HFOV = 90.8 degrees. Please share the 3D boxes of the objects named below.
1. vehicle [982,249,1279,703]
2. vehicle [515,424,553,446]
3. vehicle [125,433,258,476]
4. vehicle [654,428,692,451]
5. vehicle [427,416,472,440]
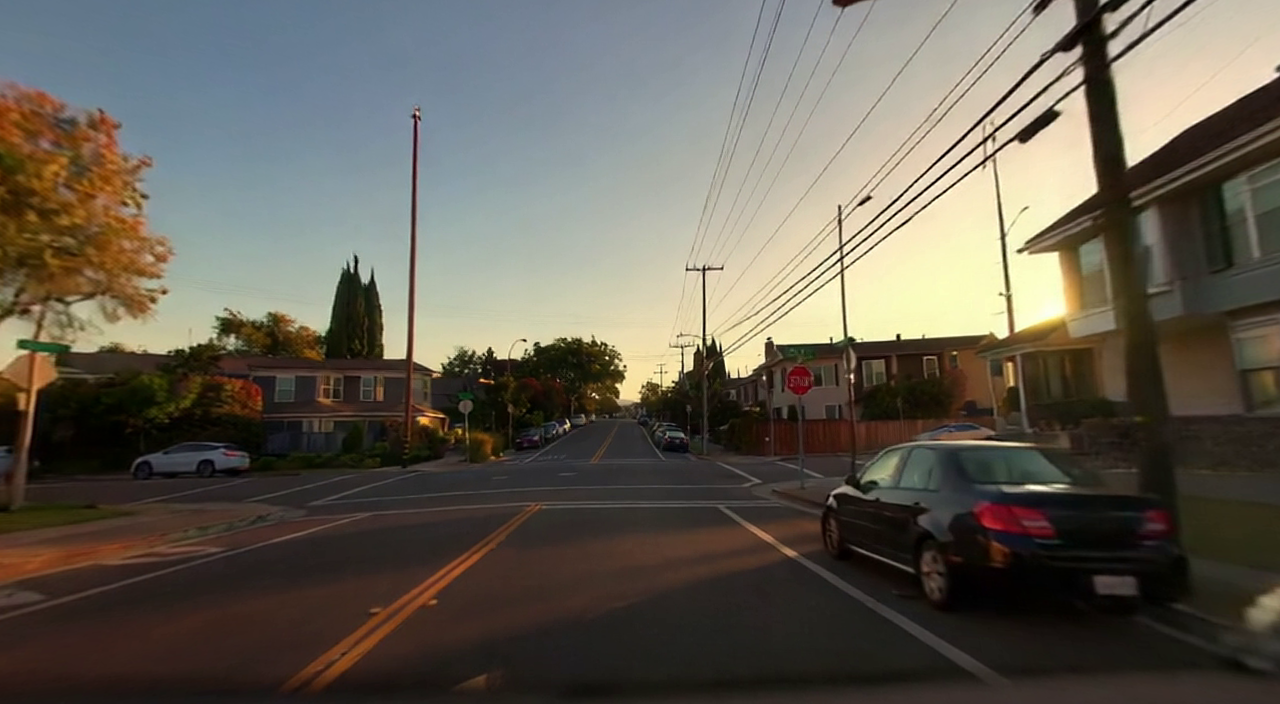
[{"bbox_3d":[3.198,0.477,0.644,2.375,1.945,5.670,0,-8,-2],"label":"vehicle"},{"bbox_3d":[-7.865,6.267,47.300,2.065,1.553,4.636,0,-8,0],"label":"vehicle"},{"bbox_3d":[-19.467,4.449,27.612,4.181,1.742,1.945,1,-8,-10],"label":"vehicle"},{"bbox_3d":[2.169,5.980,43.051,2.120,1.487,4.360,0,-8,-3],"label":"vehicle"},{"bbox_3d":[-13.899,5.651,46.435,1.992,1.678,4.658,0,-8,-2],"label":"vehicle"}]
